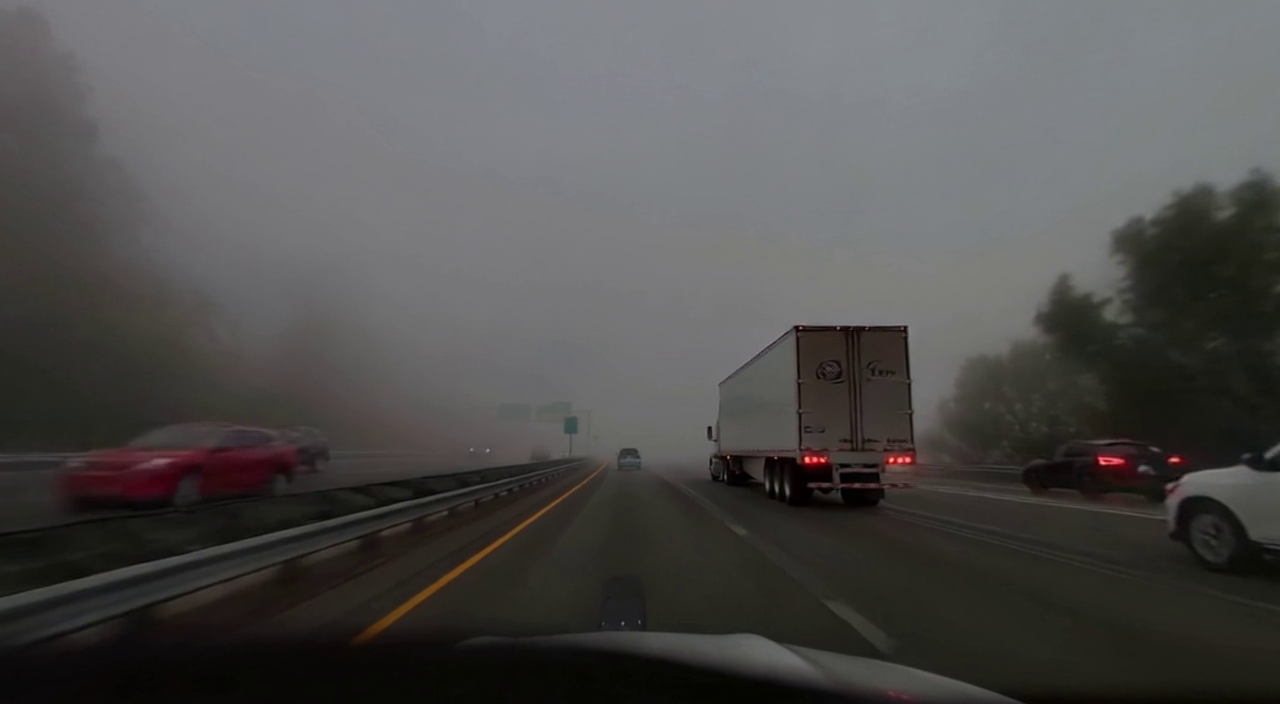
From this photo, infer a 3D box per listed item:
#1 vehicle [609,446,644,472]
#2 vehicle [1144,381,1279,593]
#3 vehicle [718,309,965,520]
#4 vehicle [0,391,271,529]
[{"bbox_3d":[-0.831,6.799,40.197,2.111,1.599,3.859,0,-9,-1],"label":"vehicle"},{"bbox_3d":[6.764,1.024,4.498,2.128,1.872,5.043,0,-9,0],"label":"vehicle"},{"bbox_3d":[4.672,2.227,19.025,2.890,4.006,14.039,0,-9,0],"label":"vehicle"},{"bbox_3d":[-7.873,1.560,9.369,1.839,1.512,4.771,0,-9,1],"label":"vehicle"}]
